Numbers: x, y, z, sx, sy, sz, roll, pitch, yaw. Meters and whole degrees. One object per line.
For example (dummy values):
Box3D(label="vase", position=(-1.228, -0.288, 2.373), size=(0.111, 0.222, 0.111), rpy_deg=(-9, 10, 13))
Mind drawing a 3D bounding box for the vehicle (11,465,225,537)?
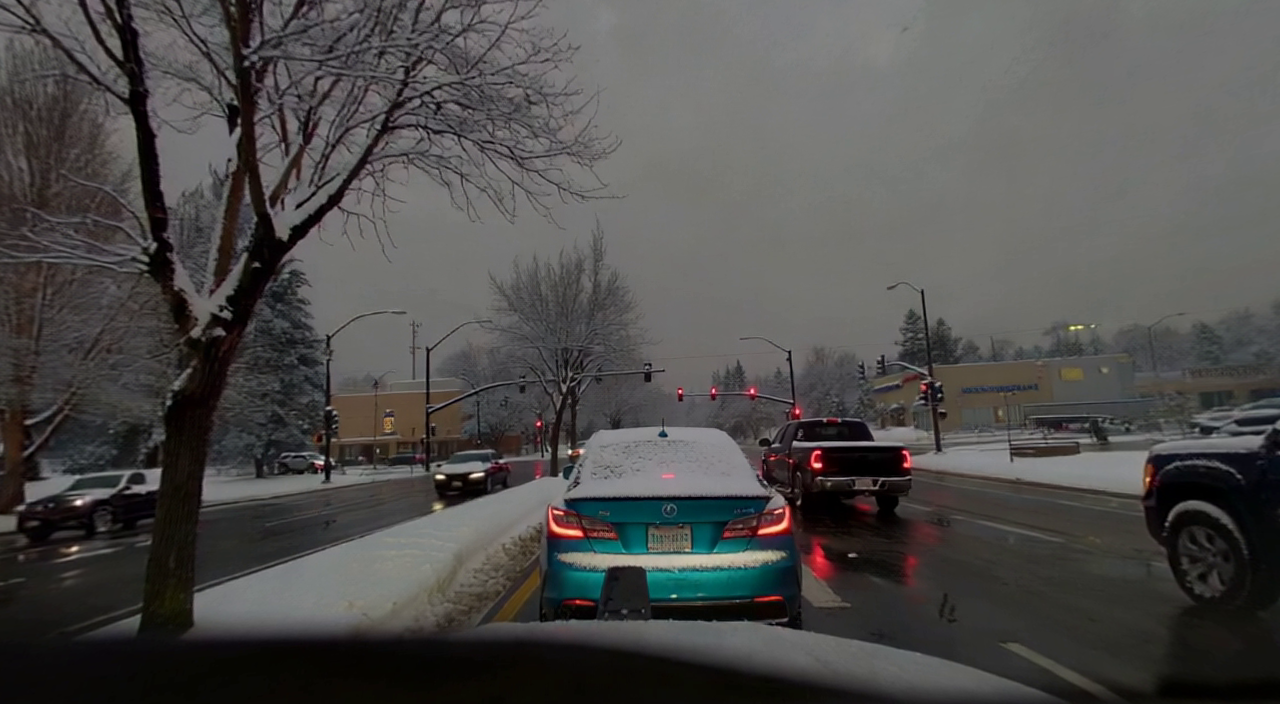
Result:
Box3D(label="vehicle", position=(-13.781, 3.910, 17.109), size=(1.935, 1.518, 4.415), rpy_deg=(-1, -8, 2))

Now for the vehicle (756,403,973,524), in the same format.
Box3D(label="vehicle", position=(4.166, 2.214, 13.106), size=(2.319, 1.930, 5.651), rpy_deg=(0, -8, -1))

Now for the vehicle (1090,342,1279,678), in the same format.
Box3D(label="vehicle", position=(4.452, 0.714, 2.463), size=(2.019, 1.803, 4.634), rpy_deg=(-1, -8, 2))

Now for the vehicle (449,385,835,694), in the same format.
Box3D(label="vehicle", position=(-0.023, 1.314, 5.523), size=(2.116, 1.677, 3.948), rpy_deg=(0, -8, -1))

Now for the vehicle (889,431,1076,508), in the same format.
Box3D(label="vehicle", position=(7.593, 2.628, 14.608), size=(1.856, 1.487, 4.454), rpy_deg=(0, -8, 1))

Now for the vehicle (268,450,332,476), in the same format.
Box3D(label="vehicle", position=(-24.059, 7.838, 44.813), size=(1.798, 1.706, 4.385), rpy_deg=(-1, -8, 6))

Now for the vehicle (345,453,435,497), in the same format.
Box3D(label="vehicle", position=(-9.717, 4.784, 24.910), size=(1.806, 1.473, 4.303), rpy_deg=(0, -8, 0))
